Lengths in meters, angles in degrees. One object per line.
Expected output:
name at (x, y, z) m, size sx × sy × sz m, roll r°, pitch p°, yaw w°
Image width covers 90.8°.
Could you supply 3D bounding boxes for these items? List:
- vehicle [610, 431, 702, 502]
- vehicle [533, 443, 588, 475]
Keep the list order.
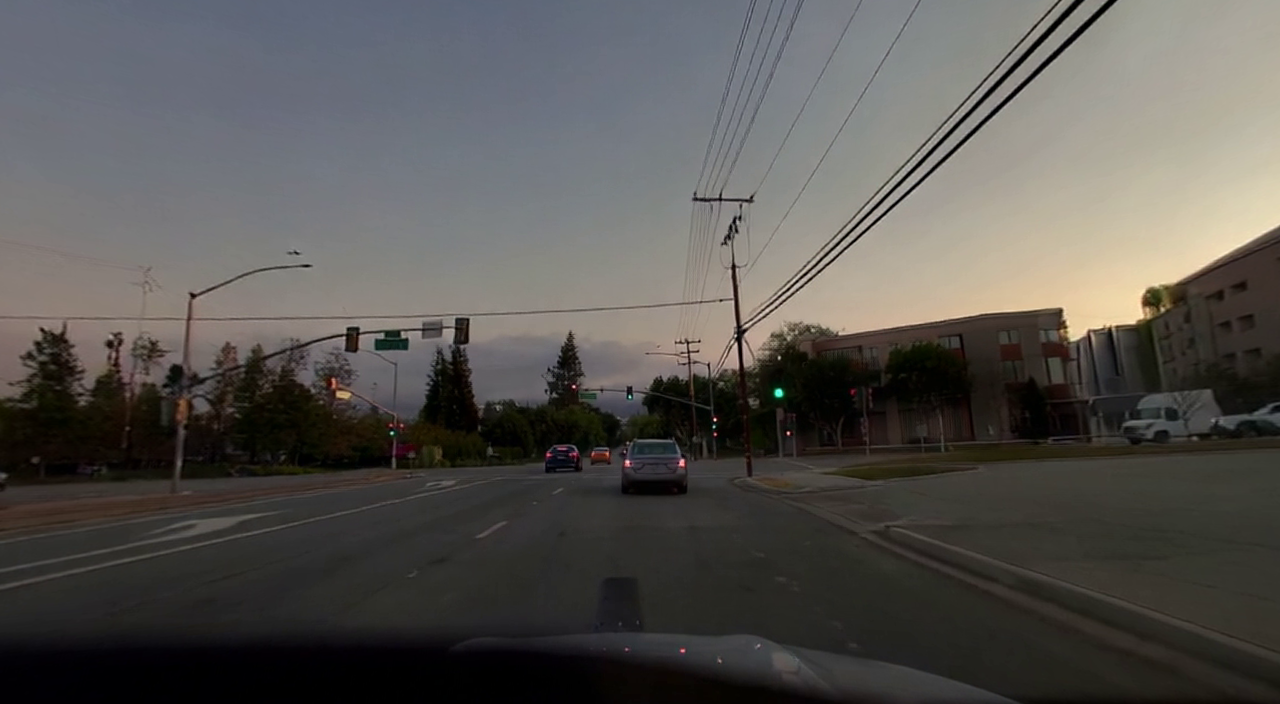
vehicle at (0.370, 2.974, 16.810) m, size 2.156 × 1.636 × 3.923 m, roll 0°, pitch -9°, yaw 0°
vehicle at (-3.871, 5.287, 31.536) m, size 2.153 × 1.474 × 4.284 m, roll 0°, pitch -9°, yaw 1°
